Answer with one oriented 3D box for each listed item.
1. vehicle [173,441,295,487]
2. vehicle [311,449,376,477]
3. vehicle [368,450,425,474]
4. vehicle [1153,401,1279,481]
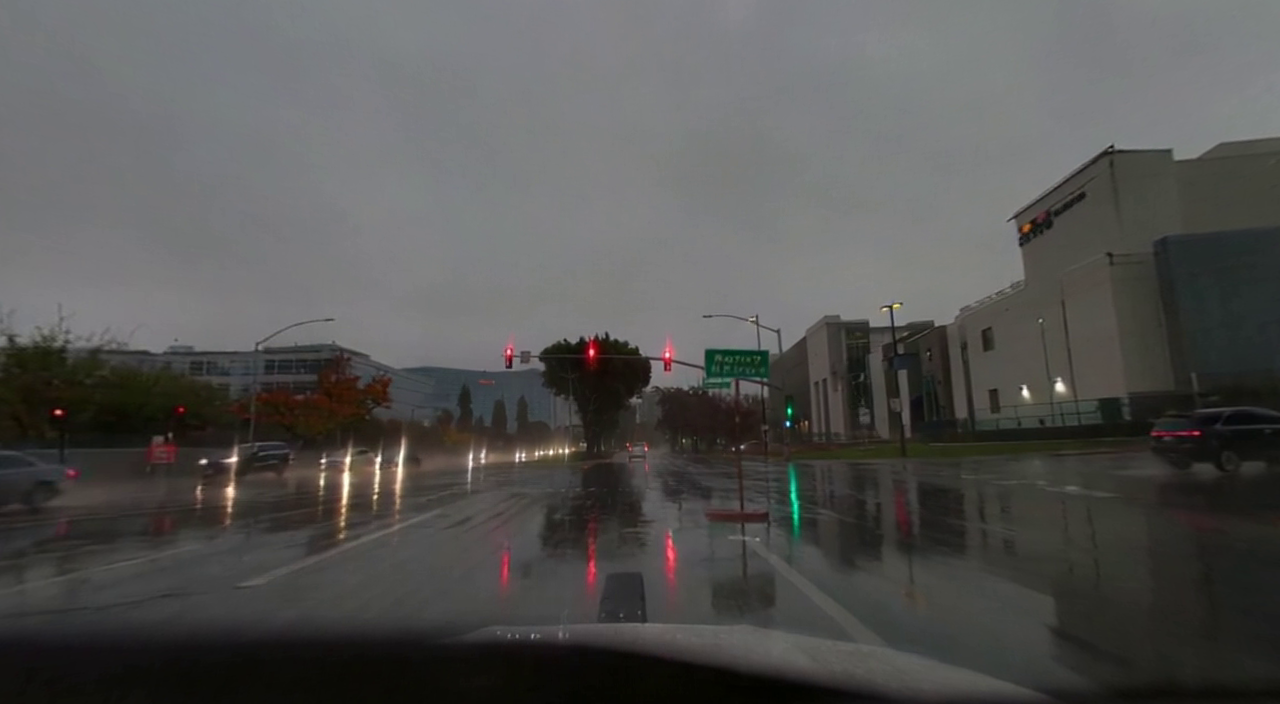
[{"bbox_3d":[-19.899,5.473,31.348,2.380,1.963,5.458,-2,-8,1],"label":"vehicle"},{"bbox_3d":[-19.666,7.338,42.190,2.093,1.654,4.601,-2,-8,0],"label":"vehicle"},{"bbox_3d":[-16.304,7.353,42.570,1.922,1.448,4.702,-1,-8,1],"label":"vehicle"},{"bbox_3d":[17.343,2.319,17.199,4.709,1.920,2.166,-4,-8,-1],"label":"vehicle"}]
